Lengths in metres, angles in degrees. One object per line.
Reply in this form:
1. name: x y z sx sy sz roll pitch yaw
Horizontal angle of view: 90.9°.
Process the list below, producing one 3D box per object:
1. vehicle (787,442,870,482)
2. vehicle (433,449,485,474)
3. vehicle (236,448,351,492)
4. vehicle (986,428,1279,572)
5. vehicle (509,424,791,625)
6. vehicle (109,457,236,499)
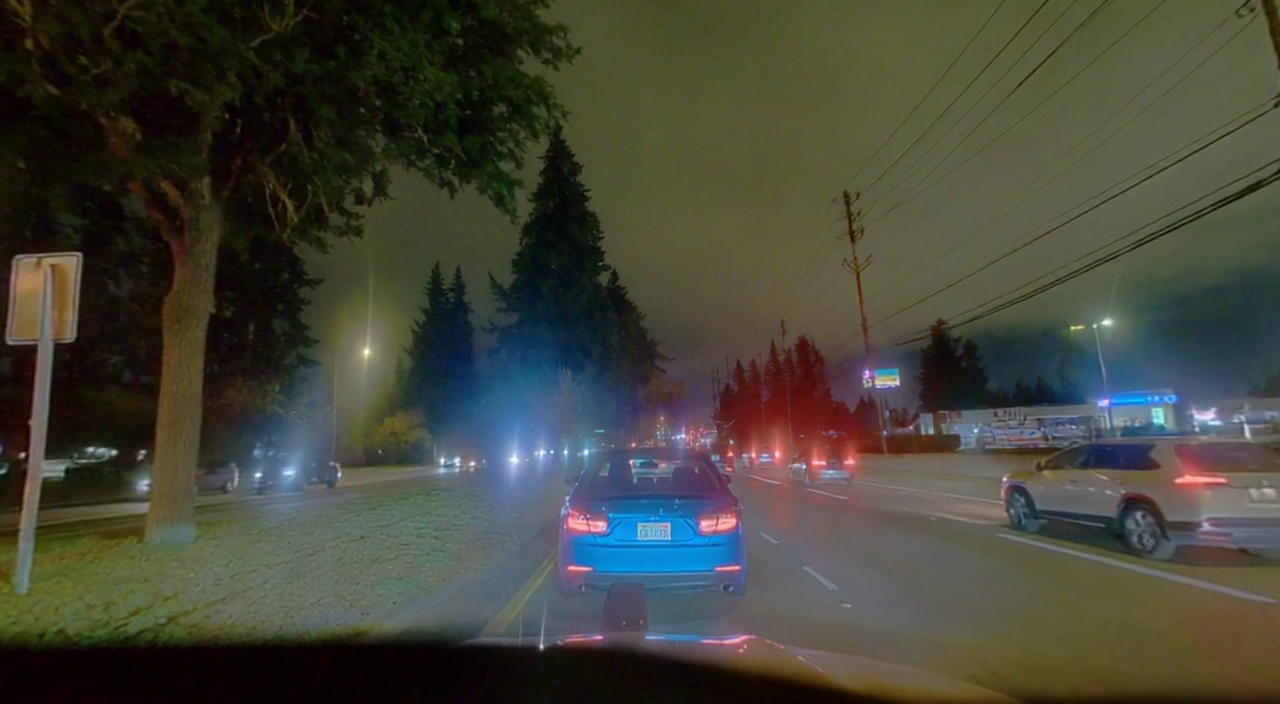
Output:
1. vehicle: 7.460 4.369 25.441 1.899 1.458 4.499 0 -8 0
2. vehicle: -11.824 7.152 41.522 1.988 1.486 4.586 0 -8 1
3. vehicle: -14.986 5.104 27.685 2.291 1.682 4.835 0 -8 0
4. vehicle: 7.023 1.861 8.823 1.850 1.480 4.474 0 -8 1
5. vehicle: 0.071 1.586 6.762 2.108 1.479 3.935 0 -8 0
6. vehicle: -19.244 5.172 26.282 1.853 1.489 4.449 0 -8 0
